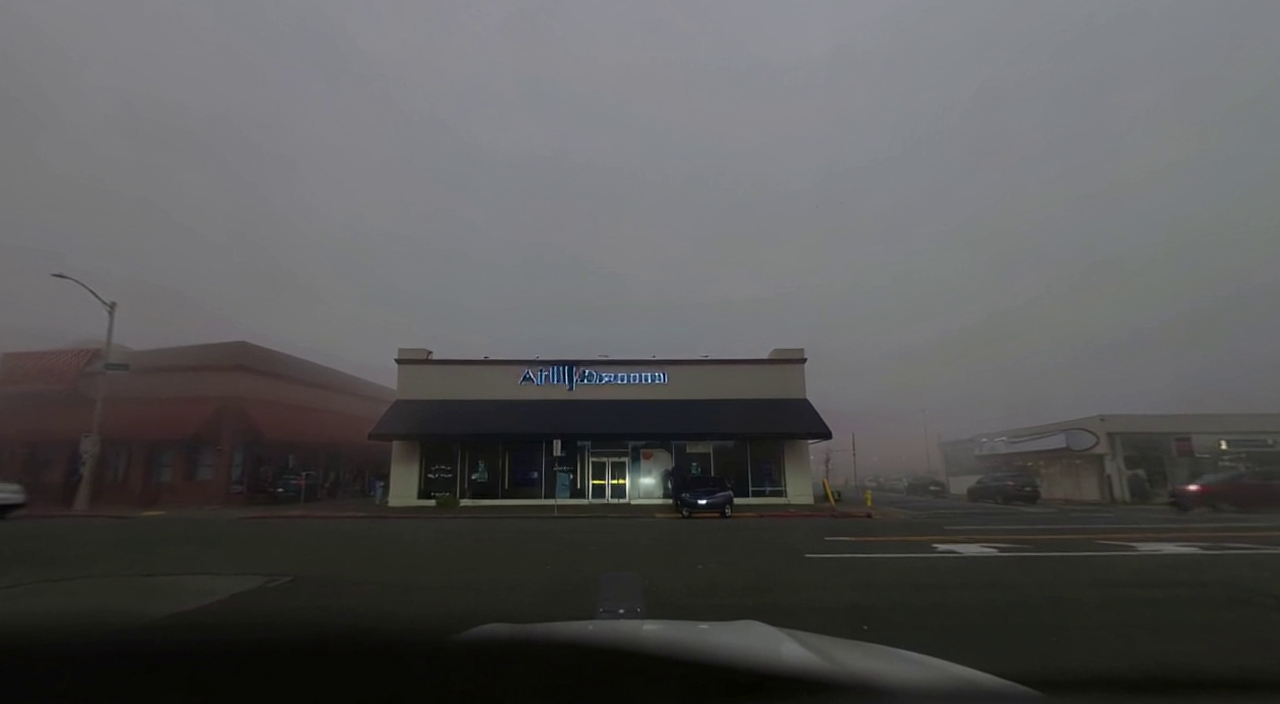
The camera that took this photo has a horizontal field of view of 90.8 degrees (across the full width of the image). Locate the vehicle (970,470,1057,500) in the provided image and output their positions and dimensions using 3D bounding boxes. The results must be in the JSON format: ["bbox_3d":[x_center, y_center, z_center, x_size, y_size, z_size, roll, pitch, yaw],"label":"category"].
[{"bbox_3d":[25.906,9.209,43.925,4.838,1.799,1.914,-7,-11,39],"label":"vehicle"}]

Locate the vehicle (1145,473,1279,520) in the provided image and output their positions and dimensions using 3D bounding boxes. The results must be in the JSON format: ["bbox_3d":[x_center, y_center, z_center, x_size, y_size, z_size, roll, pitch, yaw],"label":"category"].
[{"bbox_3d":[20.427,4.949,21.813,4.418,1.467,1.846,1,-9,-3],"label":"vehicle"}]

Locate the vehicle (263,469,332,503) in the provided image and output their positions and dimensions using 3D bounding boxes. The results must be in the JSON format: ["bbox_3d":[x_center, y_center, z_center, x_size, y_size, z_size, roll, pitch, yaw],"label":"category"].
[{"bbox_3d":[-19.867,7.711,36.597,4.596,1.680,1.936,-8,-12,41],"label":"vehicle"}]

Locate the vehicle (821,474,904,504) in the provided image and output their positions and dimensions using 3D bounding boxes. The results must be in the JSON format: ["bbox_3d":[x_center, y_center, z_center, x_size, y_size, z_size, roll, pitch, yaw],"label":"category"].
[{"bbox_3d":[13.132,8.111,37.637,1.791,1.453,4.593,5,-10,-28],"label":"vehicle"}]

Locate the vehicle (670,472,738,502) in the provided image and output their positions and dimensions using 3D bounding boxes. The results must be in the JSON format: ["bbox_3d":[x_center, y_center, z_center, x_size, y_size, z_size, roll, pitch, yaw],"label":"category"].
[{"bbox_3d":[3.751,8.040,37.840,1.812,1.468,4.519,5,-10,-28],"label":"vehicle"}]
